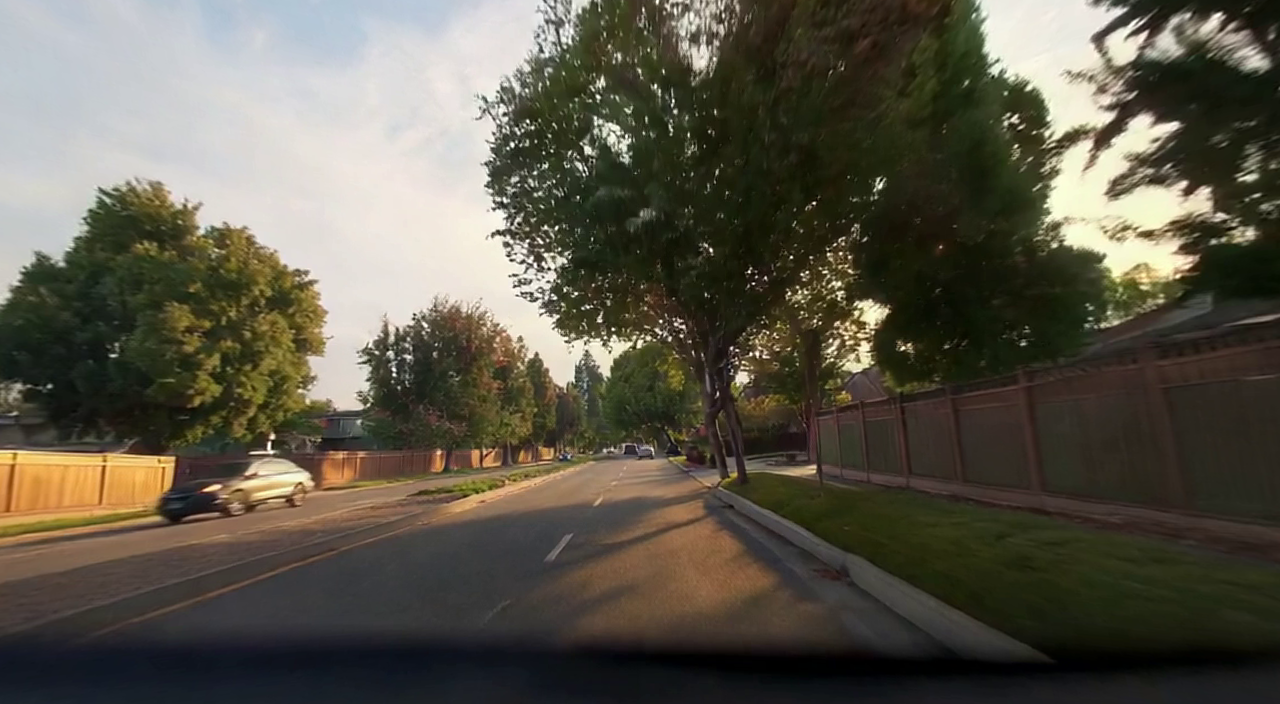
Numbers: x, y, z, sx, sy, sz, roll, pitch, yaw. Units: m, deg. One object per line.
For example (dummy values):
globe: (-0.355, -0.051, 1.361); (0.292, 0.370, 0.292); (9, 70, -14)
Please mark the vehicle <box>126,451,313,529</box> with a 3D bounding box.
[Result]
vehicle: (-11.462, 3.735, 17.701); (2.168, 1.683, 4.502); (-4, -8, 0)
